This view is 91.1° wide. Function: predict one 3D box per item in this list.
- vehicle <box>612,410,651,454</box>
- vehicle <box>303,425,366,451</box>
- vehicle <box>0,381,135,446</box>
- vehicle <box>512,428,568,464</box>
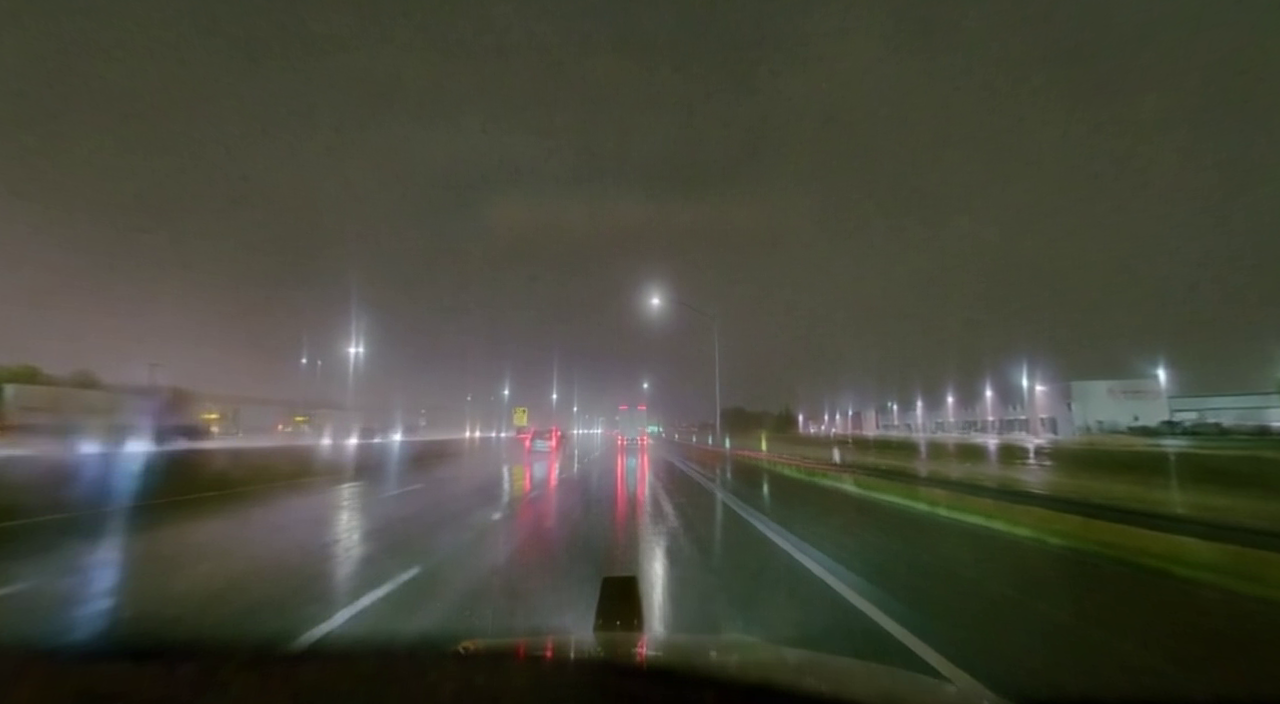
[{"bbox_3d":[-0.615,5.423,42.333,2.418,2.704,6.445,0,-8,-2],"label":"vehicle"},{"bbox_3d":[-19.134,5.418,39.619,1.823,1.492,4.154,0,-8,1],"label":"vehicle"},{"bbox_3d":[-41.738,4.339,43.059,2.900,4.061,14.421,1,-8,-3],"label":"vehicle"},{"bbox_3d":[-4.555,4.345,29.189,1.932,1.544,3.864,0,-8,0],"label":"vehicle"}]
